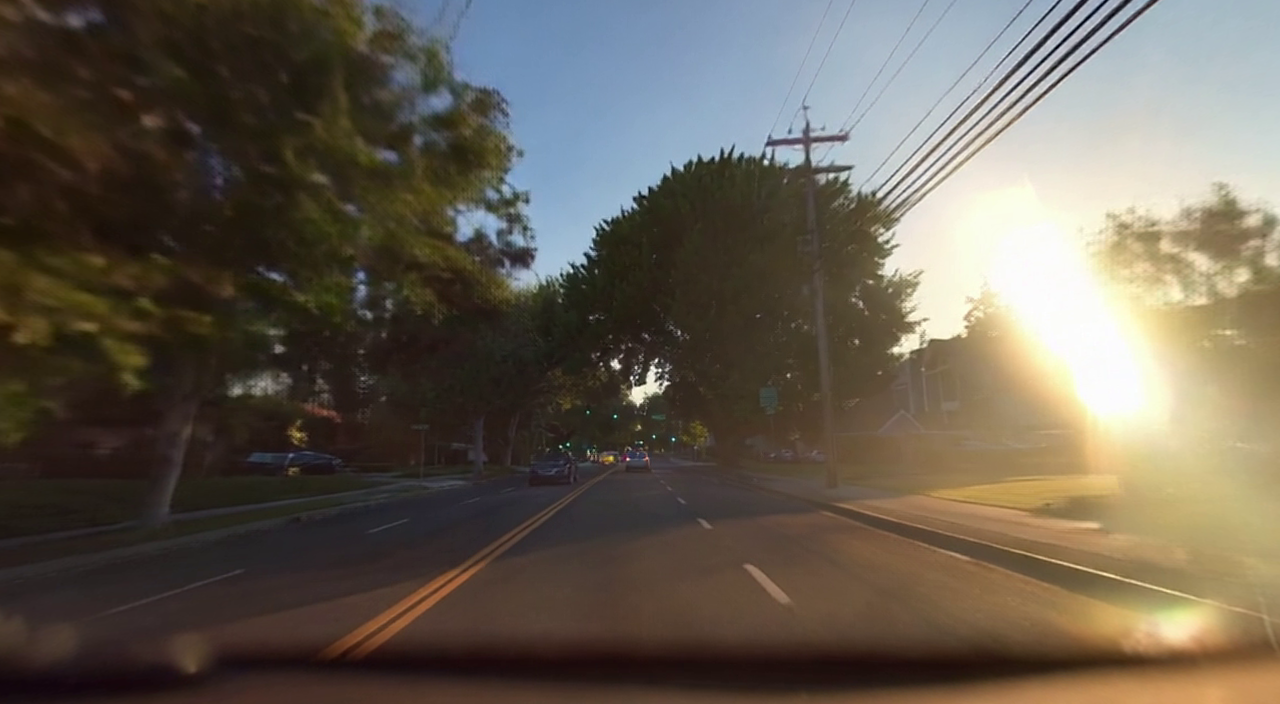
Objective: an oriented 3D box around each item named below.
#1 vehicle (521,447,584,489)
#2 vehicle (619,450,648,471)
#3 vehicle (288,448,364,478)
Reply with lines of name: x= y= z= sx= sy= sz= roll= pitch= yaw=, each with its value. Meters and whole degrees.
vehicle: x=-3.662 y=4.963 z=27.219 sx=2.017 sy=1.634 sz=4.479 roll=0 pitch=-9 yaw=1
vehicle: x=-0.507 y=8.146 z=47.362 sx=2.093 sy=1.497 sz=4.010 roll=0 pitch=-9 yaw=-1
vehicle: x=-20.038 y=7.032 z=40.149 sx=4.611 sy=1.837 sz=2.140 roll=-5 pitch=-10 yaw=32
